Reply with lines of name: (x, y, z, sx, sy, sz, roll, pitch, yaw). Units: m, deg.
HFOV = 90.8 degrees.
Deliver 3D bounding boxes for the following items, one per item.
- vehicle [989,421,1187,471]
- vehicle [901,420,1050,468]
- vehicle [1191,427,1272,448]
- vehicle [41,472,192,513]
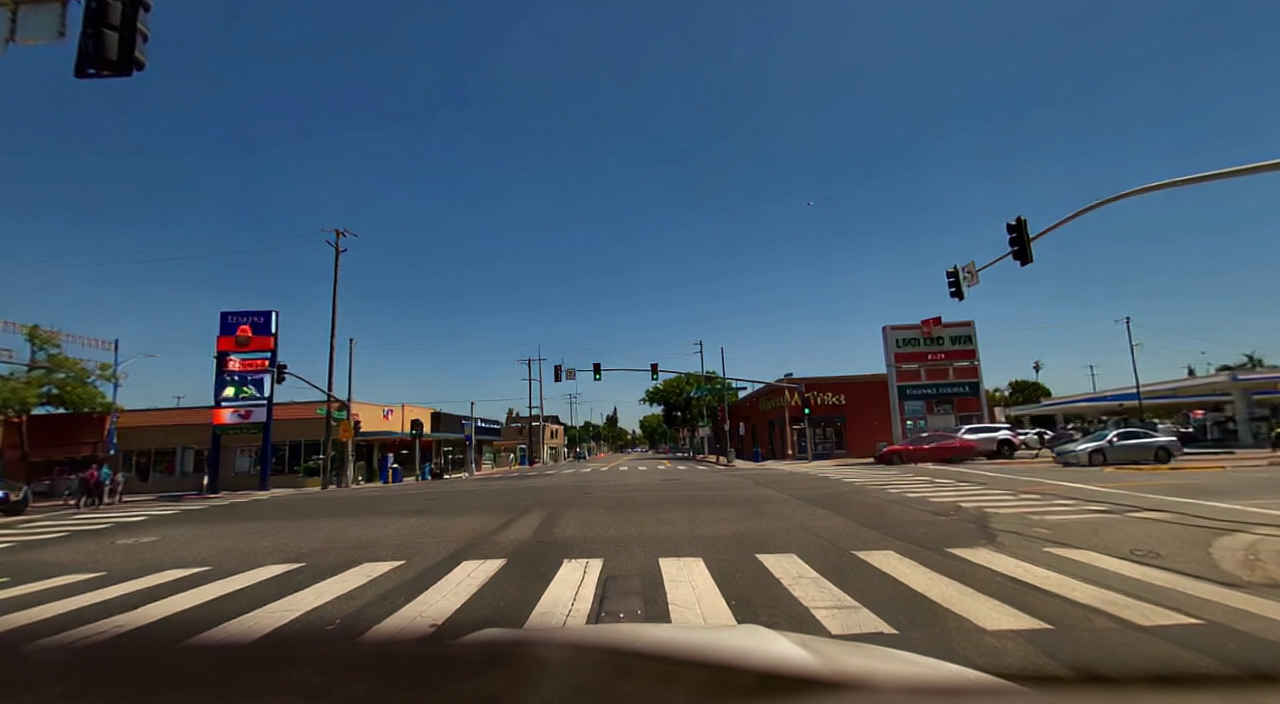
vehicle: (14.356, 3.086, 20.633, 4.835, 1.487, 1.913, -3, -9, 20)
vehicle: (13.020, 3.644, 24.943, 4.916, 1.730, 1.986, -4, -9, 21)
vehicle: (42.045, 6.065, 44.900, 4.347, 1.446, 1.777, 1, -9, -9)
vehicle: (-21.164, 5.672, 25.644, 4.676, 1.463, 1.909, -1, -8, 6)
